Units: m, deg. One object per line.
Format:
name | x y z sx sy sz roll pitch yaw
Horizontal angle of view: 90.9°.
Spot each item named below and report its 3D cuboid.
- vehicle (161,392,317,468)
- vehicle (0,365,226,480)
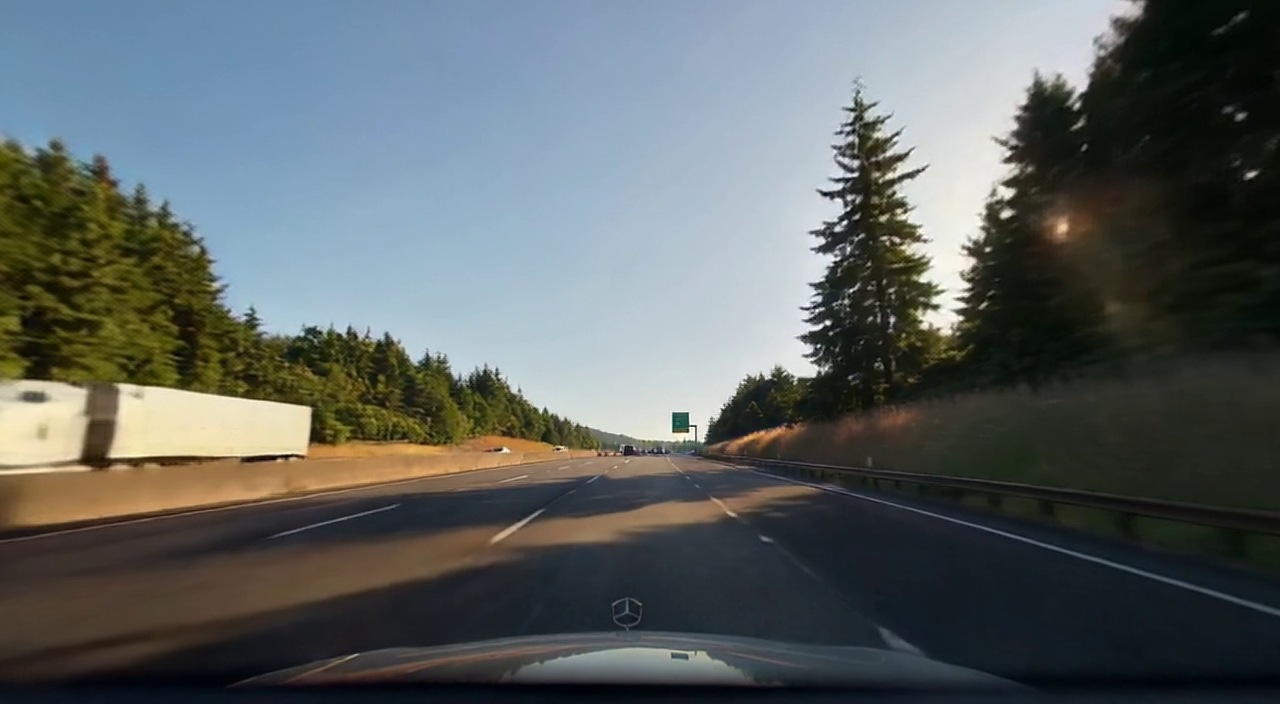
vehicle | -21.772 4.439 35.027 3.124 3.673 8.223 0 -9 0
vehicle | -21.782 3.048 25.498 2.968 3.719 10.272 0 -9 0
